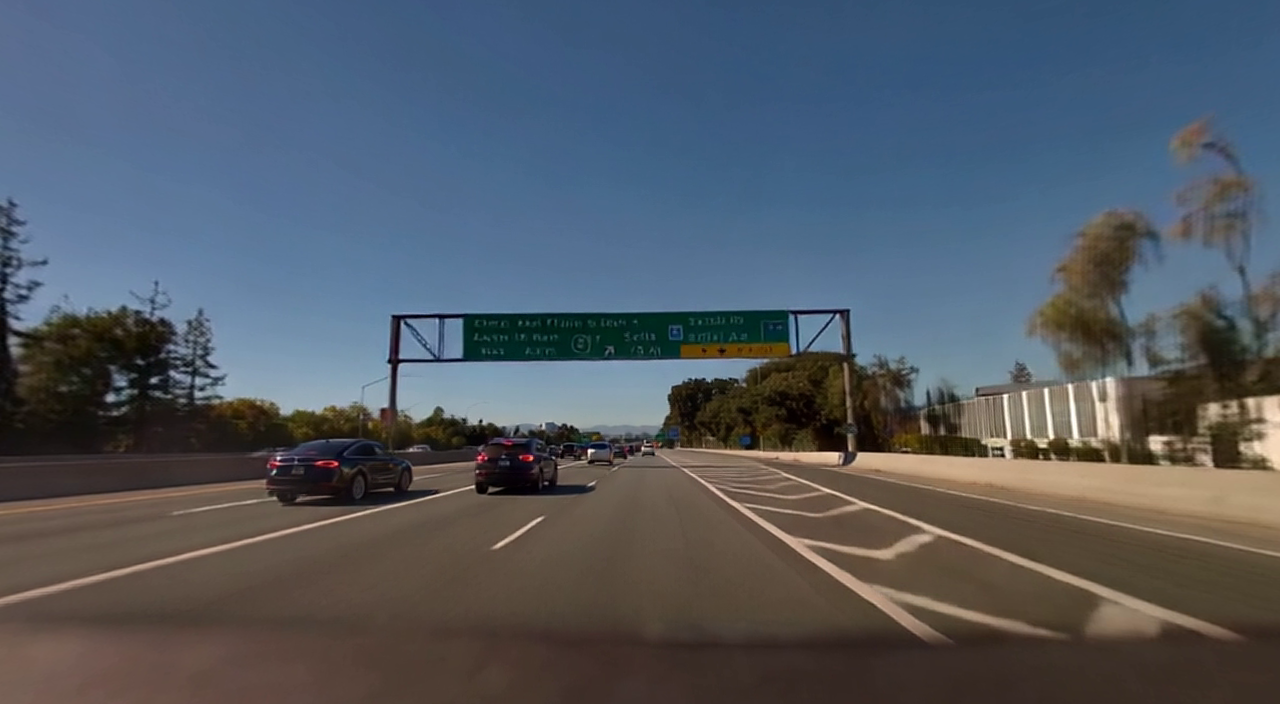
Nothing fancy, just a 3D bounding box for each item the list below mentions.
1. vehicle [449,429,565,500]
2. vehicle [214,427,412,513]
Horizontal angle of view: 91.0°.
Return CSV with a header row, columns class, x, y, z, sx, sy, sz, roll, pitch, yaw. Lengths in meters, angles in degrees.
class,x,y,z,sx,sy,sz,roll,pitch,yaw
vehicle,-3.560,3.115,17.782,2.158,1.717,4.375,-1,-9,2
vehicle,-7.295,2.678,14.752,2.071,1.661,4.540,-1,-9,2
